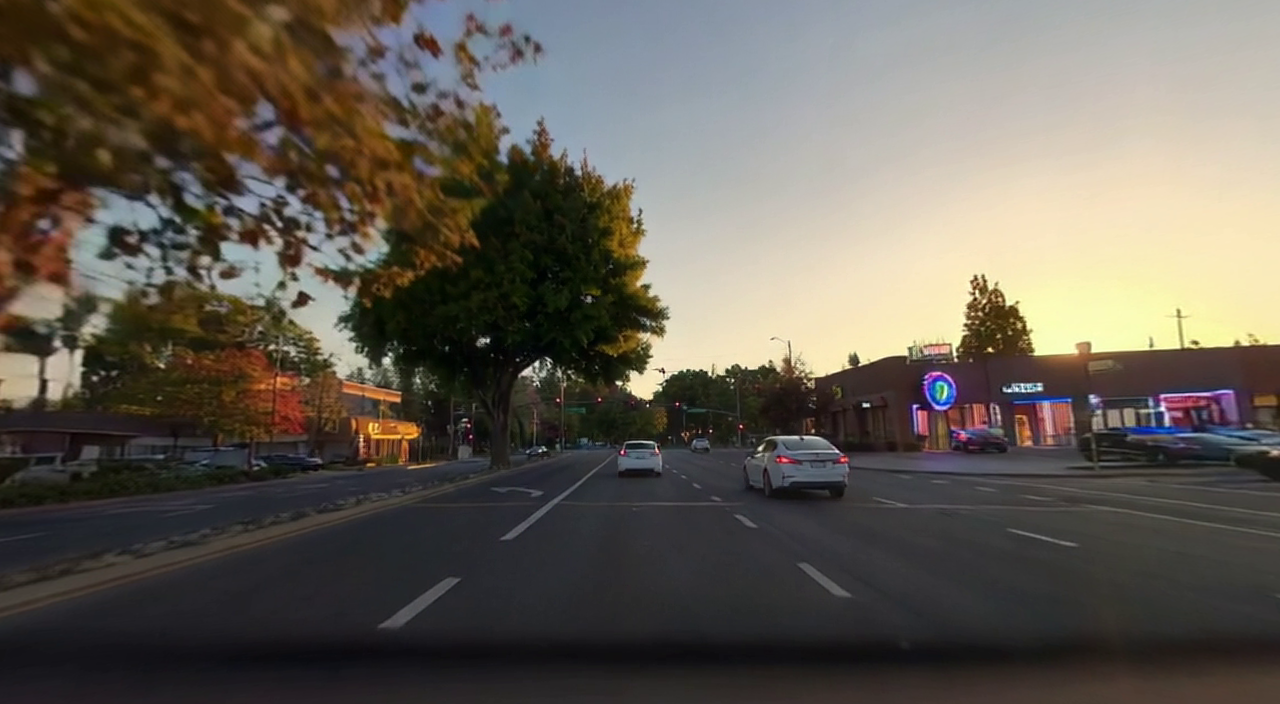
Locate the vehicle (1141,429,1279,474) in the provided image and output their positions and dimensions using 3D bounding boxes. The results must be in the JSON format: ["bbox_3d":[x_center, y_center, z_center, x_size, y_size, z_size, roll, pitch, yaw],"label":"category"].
[{"bbox_3d":[21.589,3.617,22.964,4.763,1.544,2.047,0,-8,2],"label":"vehicle"}]

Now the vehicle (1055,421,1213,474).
[{"bbox_3d":[20.483,3.980,26.266,4.697,1.832,2.092,-4,-9,-1],"label":"vehicle"}]

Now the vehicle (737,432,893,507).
[{"bbox_3d":[3.807,2.652,14.734,2.153,1.456,4.705,0,-8,-2],"label":"vehicle"}]

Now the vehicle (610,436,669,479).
[{"bbox_3d":[-0.062,3.827,23.065,1.998,1.452,3.773,0,-8,-1],"label":"vehicle"}]

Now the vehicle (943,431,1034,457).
[{"bbox_3d":[20.531,5.417,37.145,4.296,1.496,1.891,1,-9,-8],"label":"vehicle"}]

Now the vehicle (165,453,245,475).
[{"bbox_3d":[-29.837,7.673,43.213,4.155,1.486,1.706,0,-8,-2],"label":"vehicle"}]
